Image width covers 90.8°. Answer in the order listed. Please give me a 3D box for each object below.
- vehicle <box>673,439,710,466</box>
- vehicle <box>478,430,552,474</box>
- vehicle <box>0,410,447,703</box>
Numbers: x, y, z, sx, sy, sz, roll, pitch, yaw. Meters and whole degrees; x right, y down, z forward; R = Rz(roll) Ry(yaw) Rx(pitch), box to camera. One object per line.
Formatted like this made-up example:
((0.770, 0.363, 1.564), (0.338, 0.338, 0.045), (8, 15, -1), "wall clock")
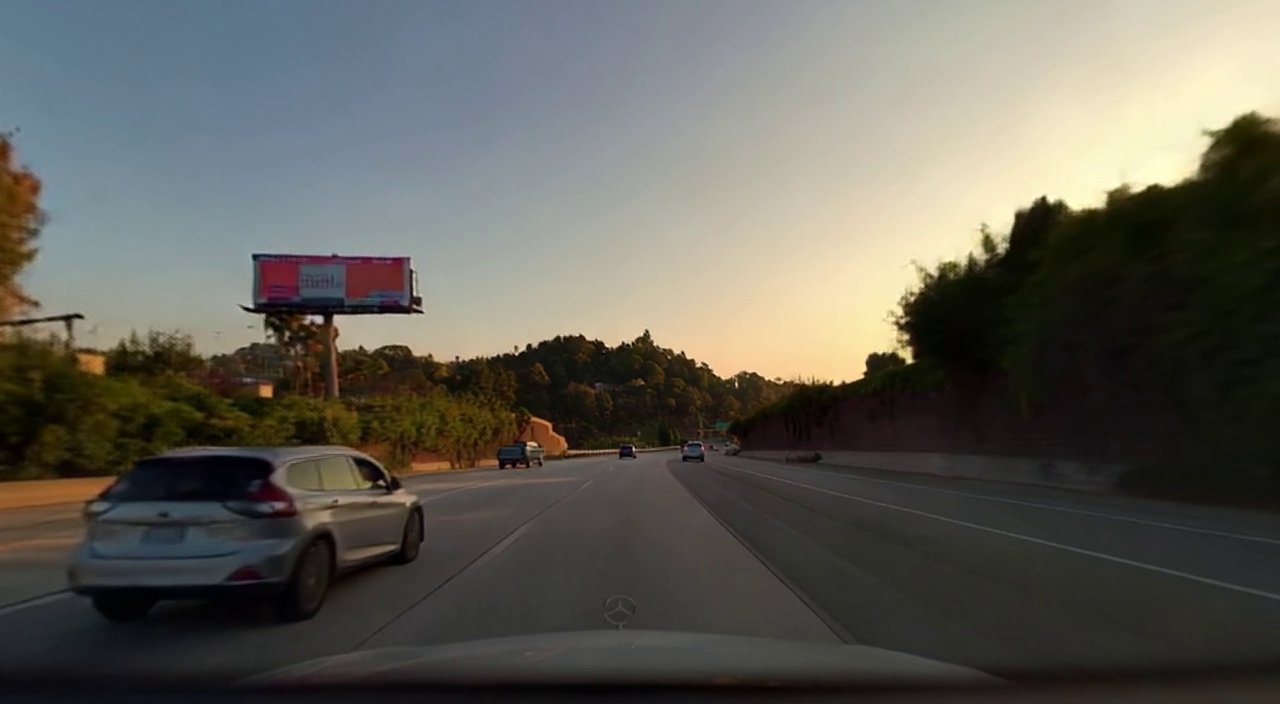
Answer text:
((3.617, 7.240, 45.497), (2.211, 1.814, 4.404), (0, -9, -1), "vehicle")
((-6.300, 5.153, 32.721), (2.383, 2.048, 5.875), (-1, -9, 3), "vehicle")
((-3.215, 1.297, 4.615), (2.192, 1.482, 4.454), (0, -8, 0), "vehicle")
